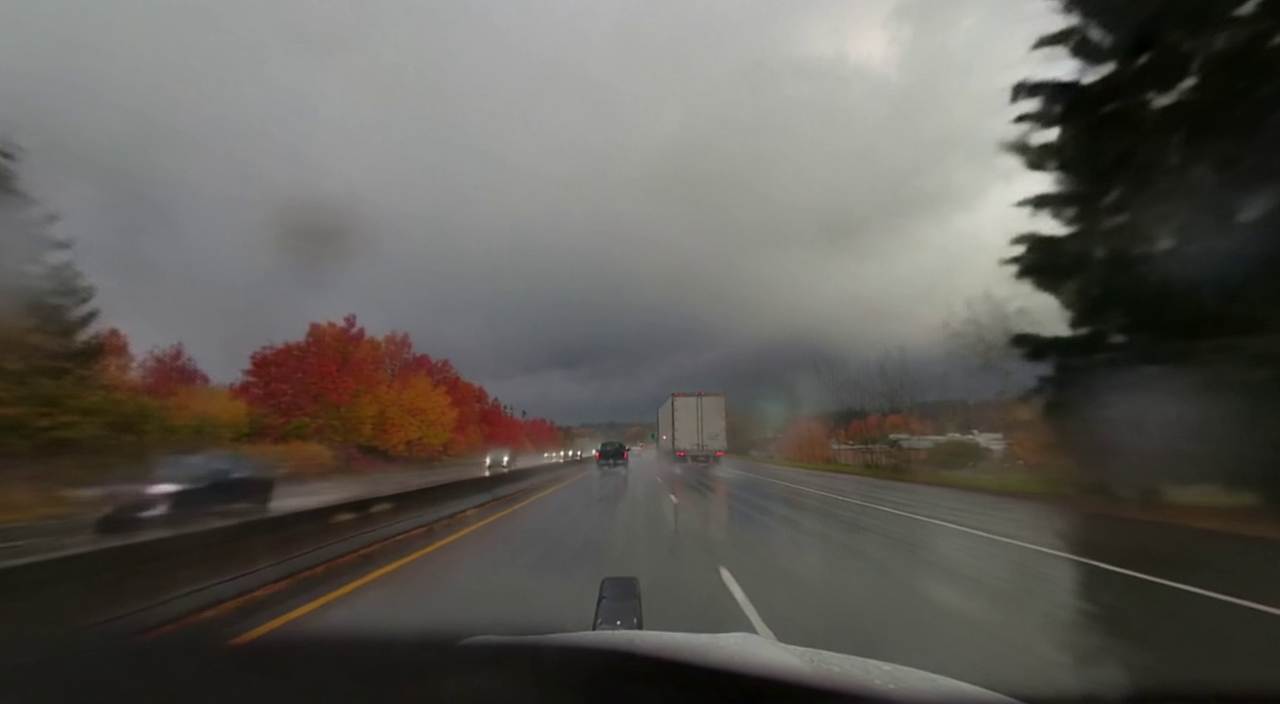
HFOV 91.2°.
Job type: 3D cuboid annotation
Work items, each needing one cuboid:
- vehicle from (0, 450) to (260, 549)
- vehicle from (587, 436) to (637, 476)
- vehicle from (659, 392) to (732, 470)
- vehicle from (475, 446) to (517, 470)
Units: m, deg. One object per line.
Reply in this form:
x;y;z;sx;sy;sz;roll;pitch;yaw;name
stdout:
-9.693;2.671;12.119;1.890;1.505;4.484;0;-9;-1;vehicle
-1.229;4.811;29.106;2.151;1.693;4.201;0;-9;-1;vehicle
3.089;5.159;39.670;3.068;4.042;13.787;0;-9;-1;vehicle
-10.086;7.451;44.219;1.946;1.550;4.142;-1;-9;0;vehicle
